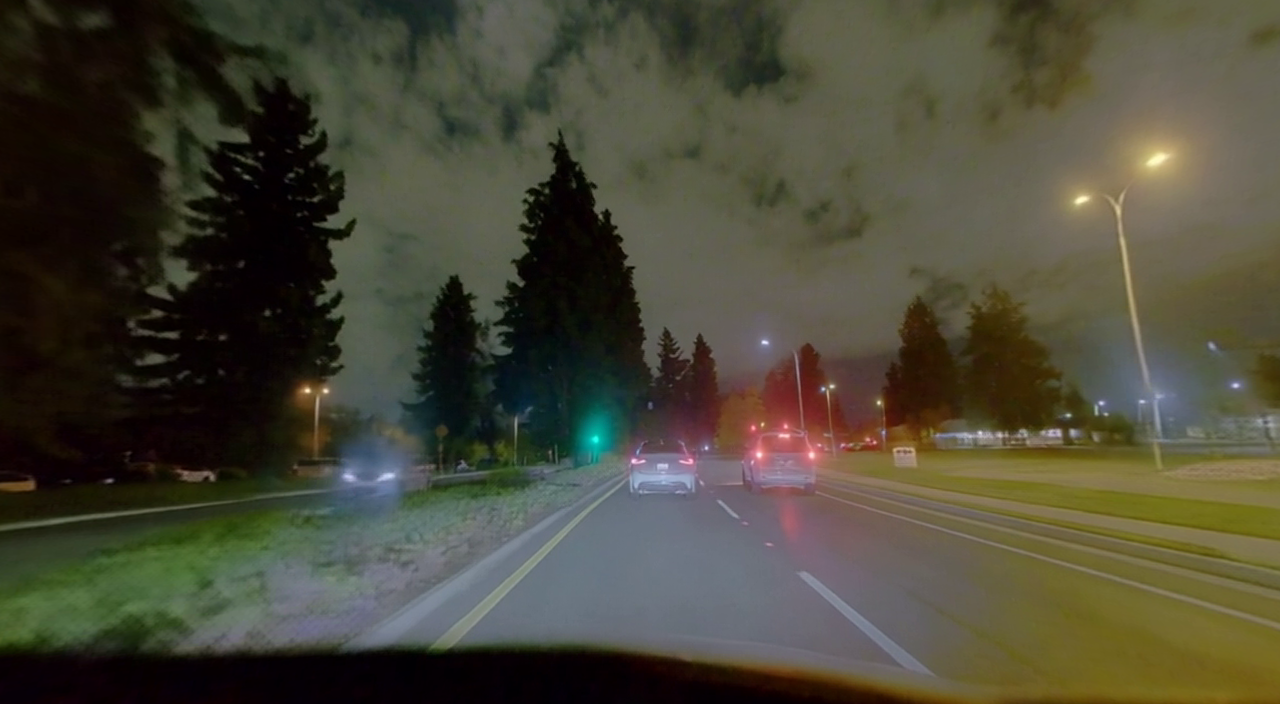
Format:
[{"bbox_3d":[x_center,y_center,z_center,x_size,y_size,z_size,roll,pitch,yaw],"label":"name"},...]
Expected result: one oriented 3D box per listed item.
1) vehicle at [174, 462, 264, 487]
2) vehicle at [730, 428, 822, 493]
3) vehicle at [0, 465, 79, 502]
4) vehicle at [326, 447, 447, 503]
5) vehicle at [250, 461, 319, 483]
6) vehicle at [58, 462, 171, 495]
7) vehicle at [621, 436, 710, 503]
[{"bbox_3d":[-27.079,7.856,40.623,4.366,1.486,2.072,-1,-8,5],"label":"vehicle"},{"bbox_3d":[4.263,3.483,20.650,1.953,1.818,5.299,-1,-8,2],"label":"vehicle"},{"bbox_3d":[-27.531,5.742,27.682,4.106,1.465,1.869,-1,-8,5],"label":"vehicle"},{"bbox_3d":[-7.719,3.766,19.726,1.773,1.449,4.322,-4,-9,4],"label":"vehicle"},{"bbox_3d":[-25.743,8.680,45.726,4.011,1.473,1.913,-2,-8,10],"label":"vehicle"},{"bbox_3d":[-27.577,6.632,33.156,4.434,1.582,1.946,-1,-8,7],"label":"vehicle"},{"bbox_3d":[0.678,3.123,17.256,2.154,1.585,3.997,-1,-8,2],"label":"vehicle"}]
